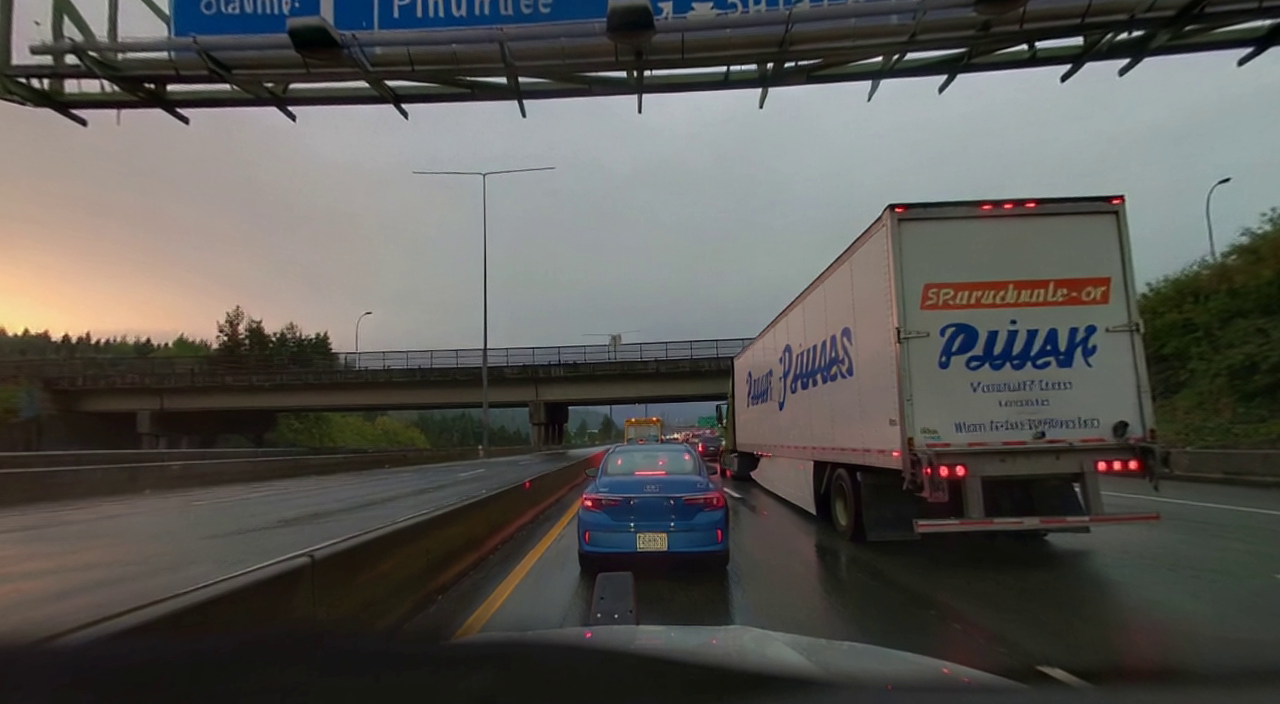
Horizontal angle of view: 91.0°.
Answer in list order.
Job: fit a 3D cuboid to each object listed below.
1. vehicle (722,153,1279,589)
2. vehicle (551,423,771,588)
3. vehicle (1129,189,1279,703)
[{"bbox_3d":[4.212,1.075,12.979,2.827,4.081,14.305,0,-8,-1],"label":"vehicle"},{"bbox_3d":[0.182,1.686,7.717,2.045,1.490,3.597,-1,-8,0],"label":"vehicle"},{"bbox_3d":[4.731,0.132,0.671,2.892,2.615,6.650,0,-8,-1],"label":"vehicle"}]
